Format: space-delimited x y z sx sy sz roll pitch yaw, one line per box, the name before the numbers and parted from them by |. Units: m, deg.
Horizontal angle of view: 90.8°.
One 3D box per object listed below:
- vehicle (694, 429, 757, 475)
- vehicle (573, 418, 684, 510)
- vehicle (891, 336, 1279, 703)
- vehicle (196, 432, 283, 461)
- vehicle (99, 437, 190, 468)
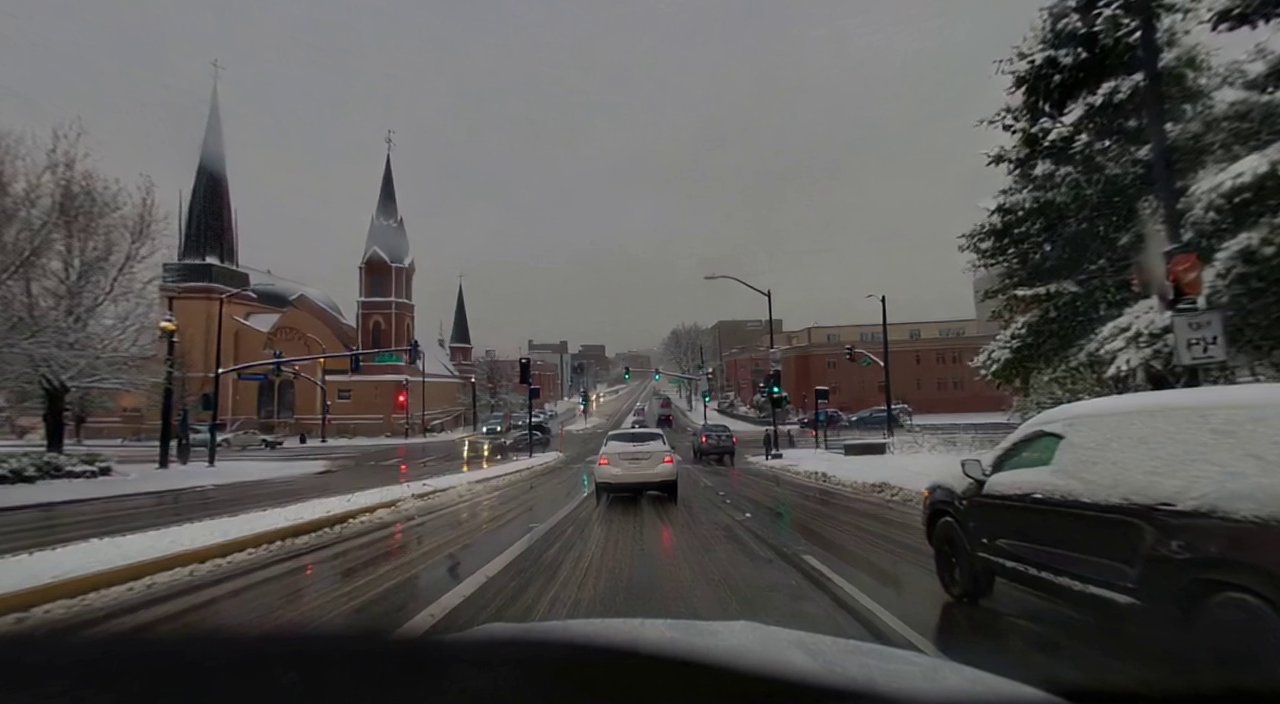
vehicle | 3.907 4.693 29.963 2.228 1.922 5.335 1 -8 0
vehicle | -0.141 2.491 14.477 2.168 1.776 4.135 0 -8 2
vehicle | 3.650 1.039 4.122 2.080 1.735 4.650 0 -8 0
vehicle | -29.521 6.940 46.659 4.955 1.828 2.268 -1 -3 -2
vehicle | -33.902 6.873 43.279 4.551 1.784 2.121 0 0 -1
